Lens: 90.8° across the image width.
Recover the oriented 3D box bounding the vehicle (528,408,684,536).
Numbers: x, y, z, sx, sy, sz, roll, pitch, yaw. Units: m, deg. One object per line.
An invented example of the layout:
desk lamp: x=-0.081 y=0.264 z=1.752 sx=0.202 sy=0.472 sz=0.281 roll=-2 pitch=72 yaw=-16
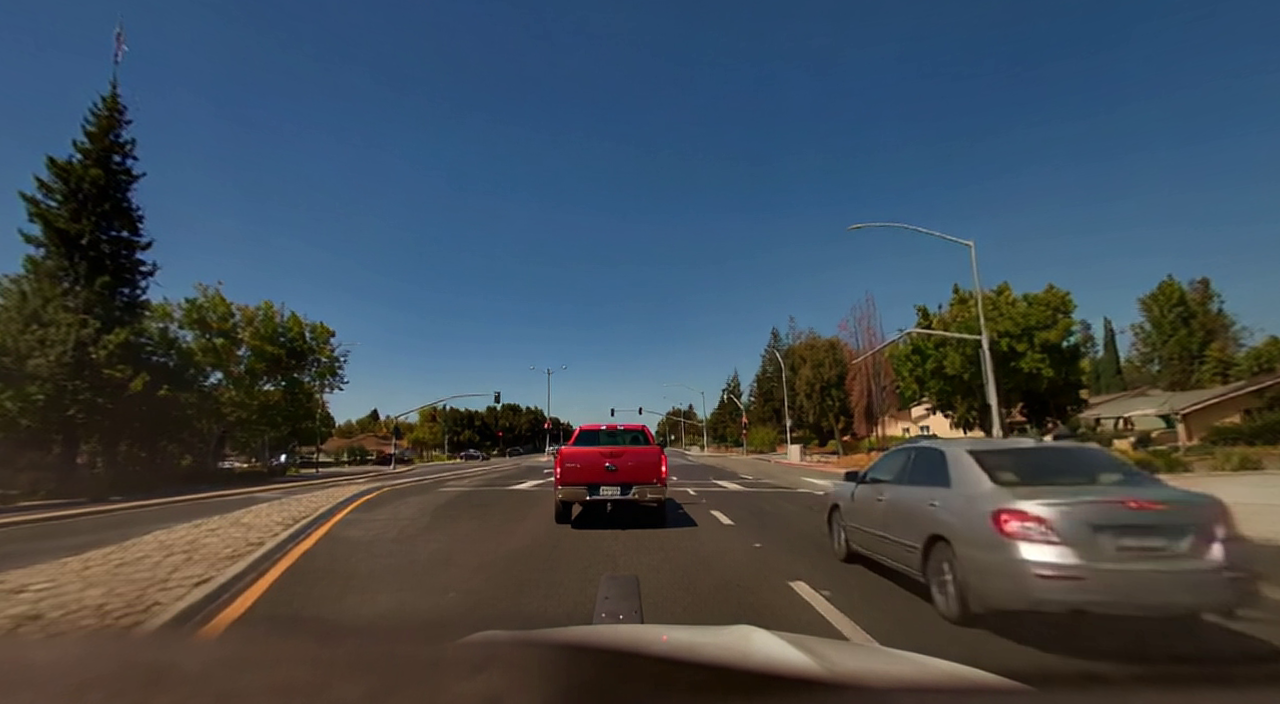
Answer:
vehicle: x=-0.502 y=2.004 z=11.173 sx=2.145 sy=1.762 sz=4.731 roll=0 pitch=-8 yaw=-1

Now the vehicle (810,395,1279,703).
vehicle: x=2.951 y=1.229 z=4.685 sx=2.073 sy=1.484 sz=4.437 roll=0 pitch=-8 yaw=-1
